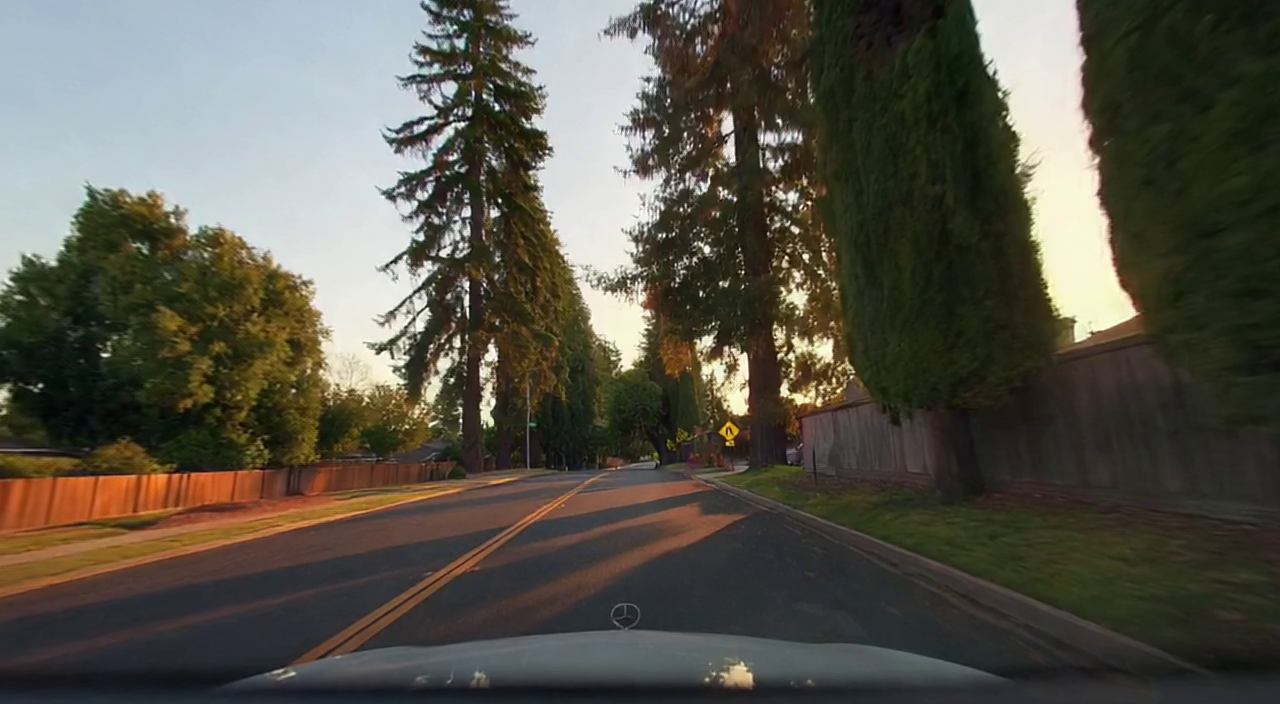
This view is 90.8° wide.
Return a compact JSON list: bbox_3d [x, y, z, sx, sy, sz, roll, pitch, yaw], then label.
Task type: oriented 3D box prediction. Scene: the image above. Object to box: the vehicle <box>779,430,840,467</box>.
[{"bbox_3d":[10.071,5.815,38.099,2.335,2.028,6.172,-1,-8,4],"label":"vehicle"}]
